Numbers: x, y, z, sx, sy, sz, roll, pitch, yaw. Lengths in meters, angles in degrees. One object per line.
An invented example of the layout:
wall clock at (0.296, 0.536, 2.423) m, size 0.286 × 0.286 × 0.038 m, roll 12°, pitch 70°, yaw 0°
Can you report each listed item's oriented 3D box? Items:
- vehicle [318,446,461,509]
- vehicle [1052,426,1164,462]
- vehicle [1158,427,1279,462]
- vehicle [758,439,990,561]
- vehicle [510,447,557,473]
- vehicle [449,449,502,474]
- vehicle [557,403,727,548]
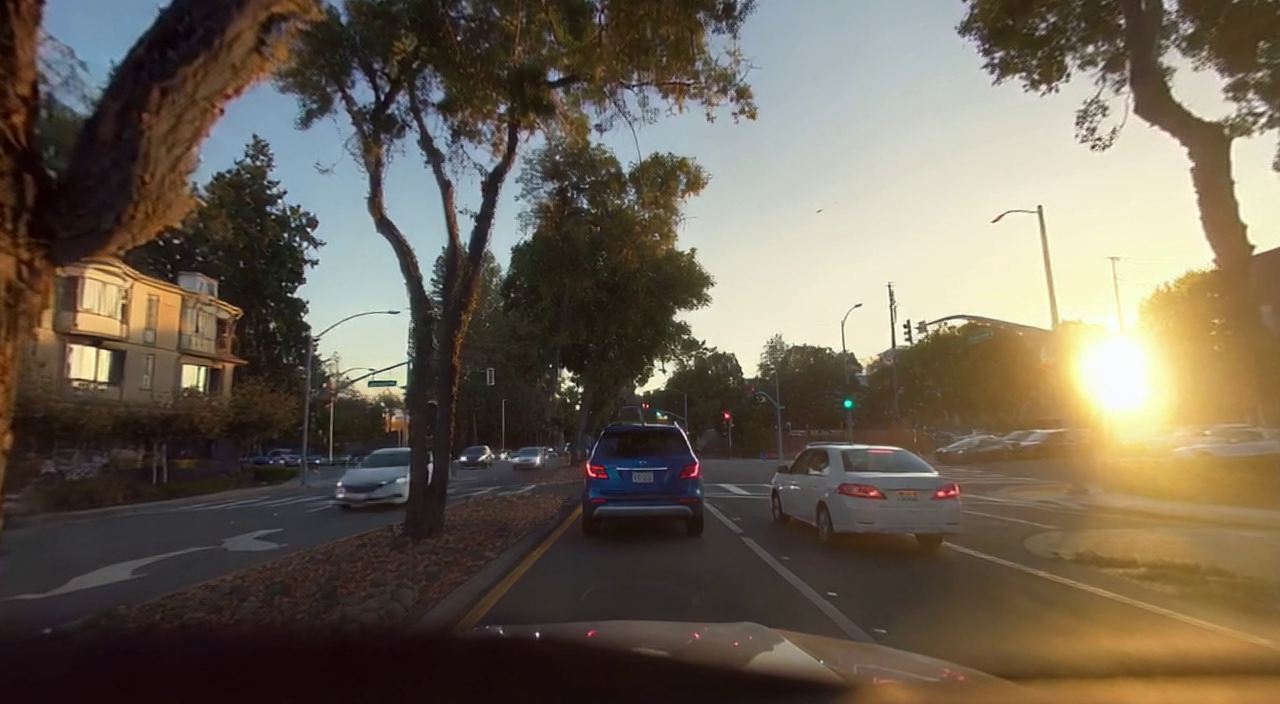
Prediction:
vehicle at (-6.638, 3.341, 17.324) m, size 1.981 × 1.478 × 4.701 m, roll 0°, pitch -8°, yaw 0°
vehicle at (26.544, 5.233, 35.728) m, size 4.704 × 1.919 × 2.130 m, roll 0°, pitch -8°, yaw -3°
vehicle at (25.846, 4.080, 27.594) m, size 4.420 × 1.469 × 1.807 m, roll 0°, pitch -8°, yaw 0°
vehicle at (3.327, 2.164, 10.048) m, size 1.900 × 1.478 × 4.425 m, roll 0°, pitch -8°, yaw -2°
vehicle at (-6.509, 6.662, 38.860) m, size 2.054 × 1.478 × 4.584 m, roll 0°, pitch -8°, yaw 1°
vehicle at (-10.834, 7.245, 41.789) m, size 2.206 × 1.544 × 4.740 m, roll 0°, pitch -8°, yaw 0°
vehicle at (-0.003, 1.973, 10.662) m, size 2.296 × 1.947 × 4.168 m, roll 0°, pitch -8°, yaw -1°
